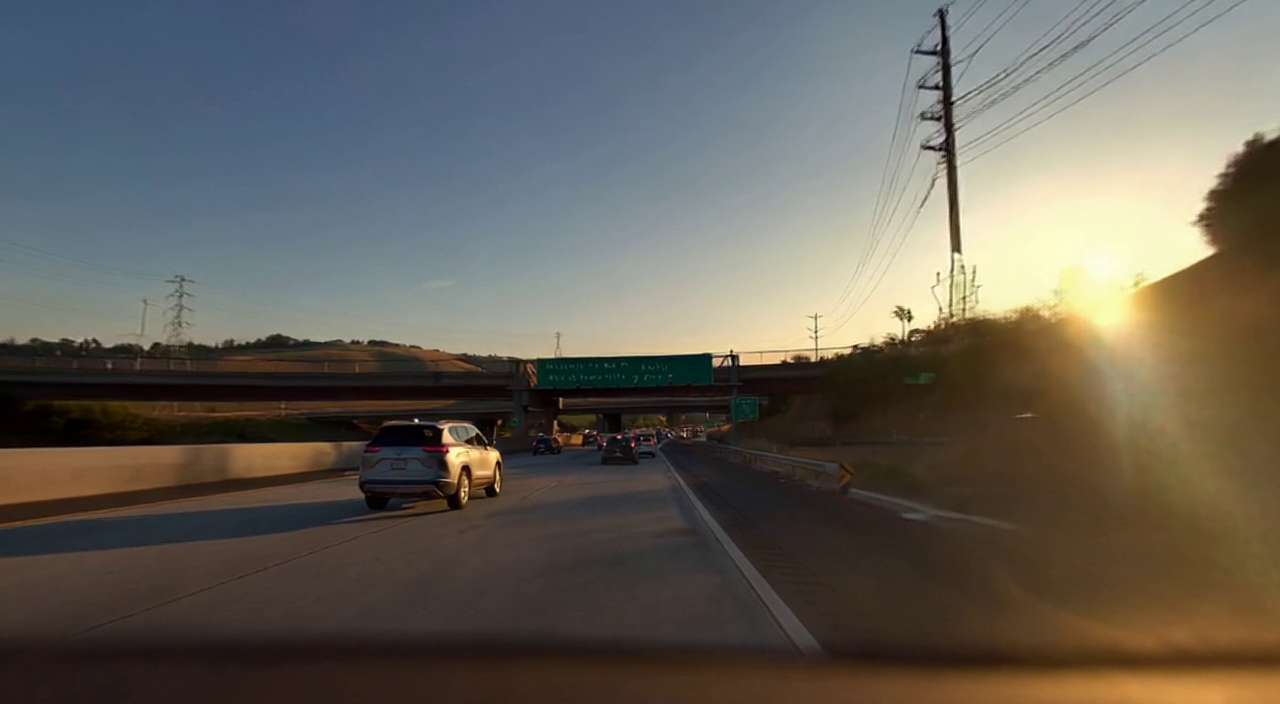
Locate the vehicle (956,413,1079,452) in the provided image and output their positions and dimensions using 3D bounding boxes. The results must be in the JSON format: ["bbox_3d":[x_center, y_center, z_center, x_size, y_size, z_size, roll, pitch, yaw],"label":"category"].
[{"bbox_3d":[26.631,5.793,44.777,2.571,2.571,6.876,7,-11,-41],"label":"vehicle"}]

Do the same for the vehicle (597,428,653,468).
[{"bbox_3d":[-0.592,4.347,28.469,2.193,1.651,3.946,-1,-8,4],"label":"vehicle"}]

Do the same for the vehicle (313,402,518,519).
[{"bbox_3d":[-4.066,2.092,12.569,2.228,1.845,4.847,0,-8,1],"label":"vehicle"}]
